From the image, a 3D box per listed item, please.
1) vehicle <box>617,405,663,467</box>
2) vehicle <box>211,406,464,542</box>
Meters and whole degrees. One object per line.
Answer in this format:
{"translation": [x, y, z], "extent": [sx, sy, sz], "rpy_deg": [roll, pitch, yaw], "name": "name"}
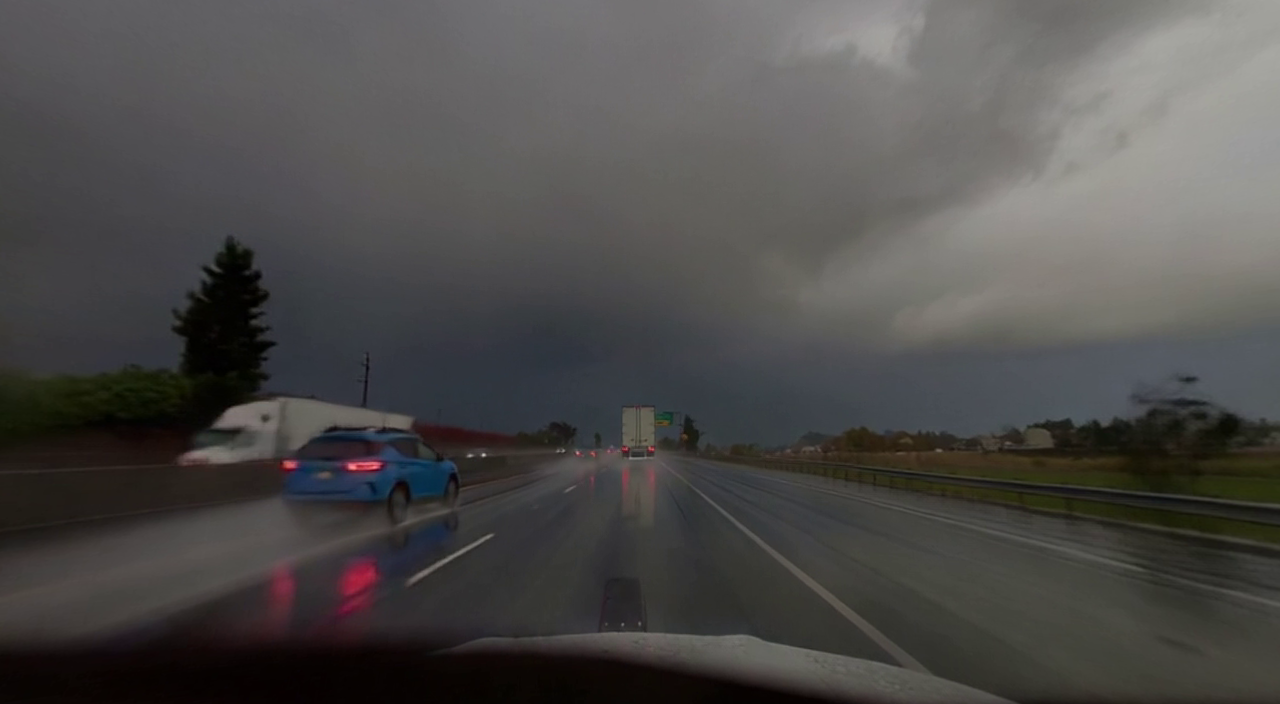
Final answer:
{"translation": [0.096, 6.135, 45.605], "extent": [2.899, 3.966, 10.053], "rpy_deg": [0, -9, 1], "name": "vehicle"}
{"translation": [-4.724, 1.991, 10.844], "extent": [2.042, 1.815, 4.639], "rpy_deg": [0, -9, 0], "name": "vehicle"}
